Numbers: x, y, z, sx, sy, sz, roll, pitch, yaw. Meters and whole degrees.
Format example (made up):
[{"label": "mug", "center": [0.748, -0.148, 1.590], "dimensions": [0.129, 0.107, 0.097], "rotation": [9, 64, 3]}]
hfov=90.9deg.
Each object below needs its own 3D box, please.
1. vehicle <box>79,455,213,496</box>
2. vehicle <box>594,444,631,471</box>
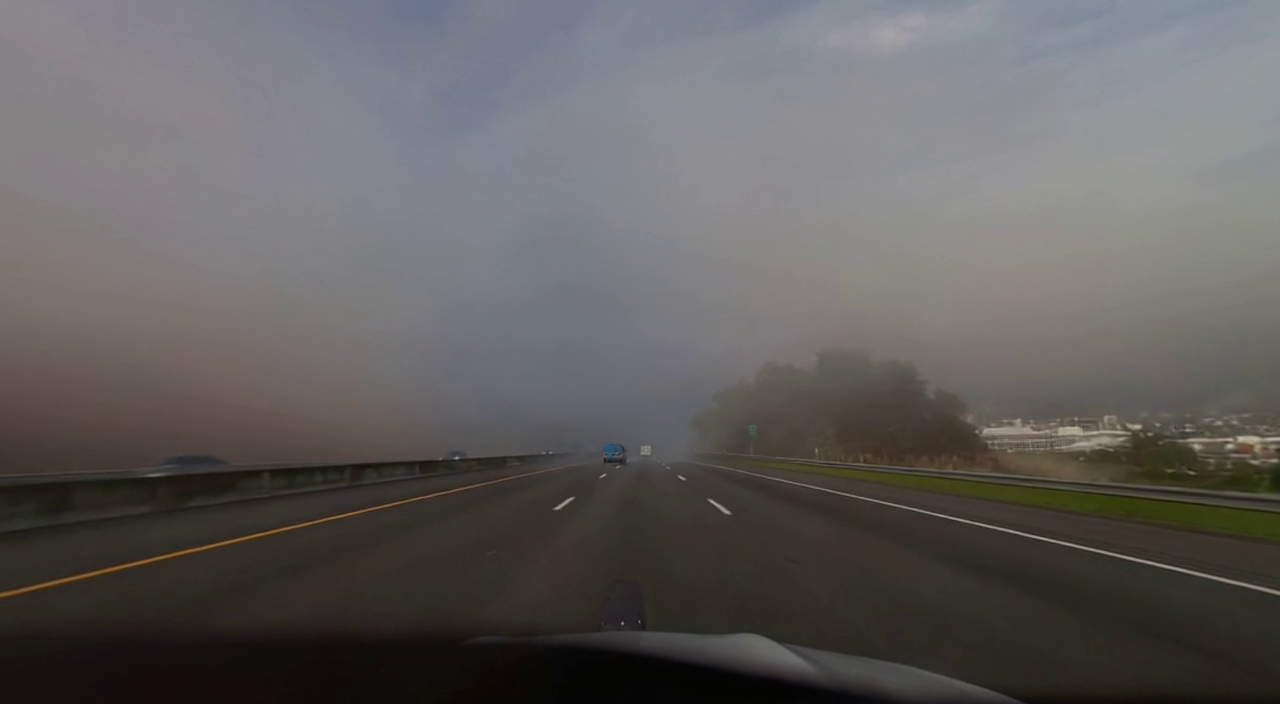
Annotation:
[{"label": "vehicle", "center": [-19.706, 4.921, 25.439], "dimensions": [1.822, 1.440, 4.360], "rotation": [0, -9, 0]}, {"label": "vehicle", "center": [-1.653, 6.517, 38.864], "dimensions": [1.965, 1.556, 3.971], "rotation": [0, -9, 2]}]
